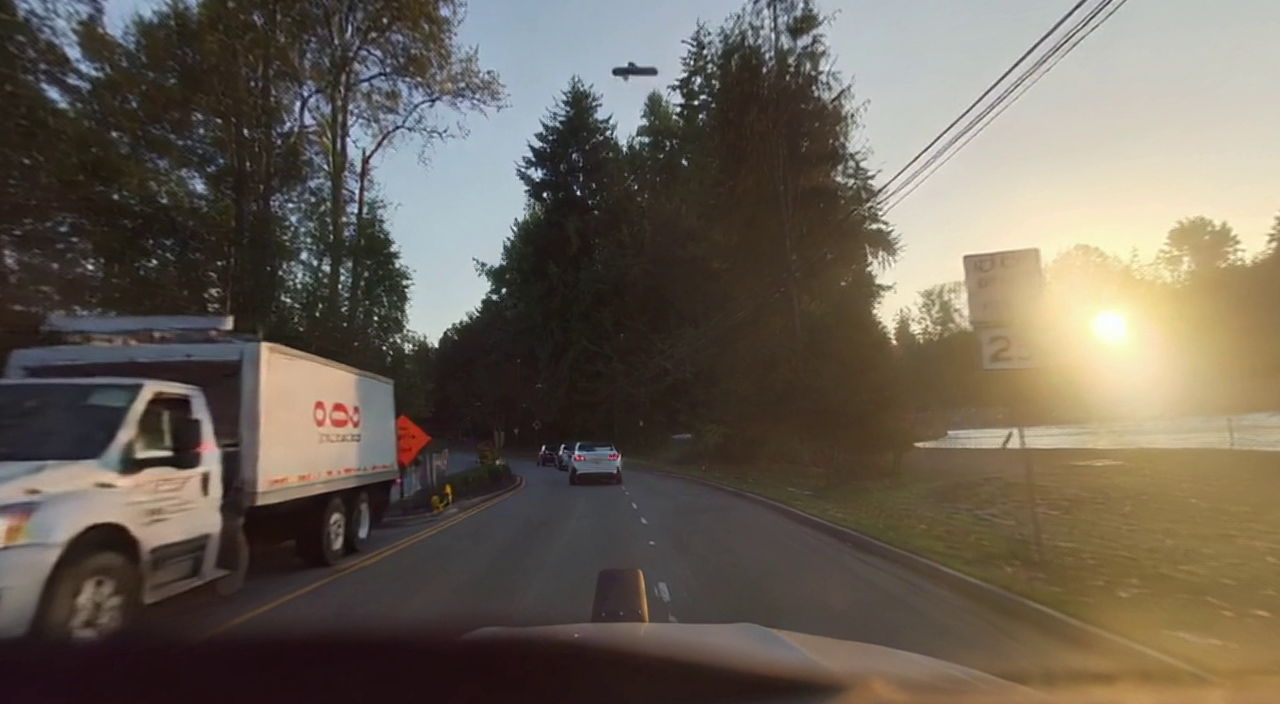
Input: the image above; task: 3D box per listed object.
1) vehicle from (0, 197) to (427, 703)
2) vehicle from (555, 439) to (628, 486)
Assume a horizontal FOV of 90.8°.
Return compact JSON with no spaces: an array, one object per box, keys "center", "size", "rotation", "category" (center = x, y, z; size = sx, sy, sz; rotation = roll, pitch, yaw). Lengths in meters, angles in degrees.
[{"center":[-3.632,0.928,4.492],"size":[2.671,2.053,6.074],"rotation":[1,-8,-6],"category":"vehicle"},{"center":[-1.827,3.887,22.575],"size":[2.186,1.463,4.356],"rotation":[1,-9,-10],"category":"vehicle"}]
